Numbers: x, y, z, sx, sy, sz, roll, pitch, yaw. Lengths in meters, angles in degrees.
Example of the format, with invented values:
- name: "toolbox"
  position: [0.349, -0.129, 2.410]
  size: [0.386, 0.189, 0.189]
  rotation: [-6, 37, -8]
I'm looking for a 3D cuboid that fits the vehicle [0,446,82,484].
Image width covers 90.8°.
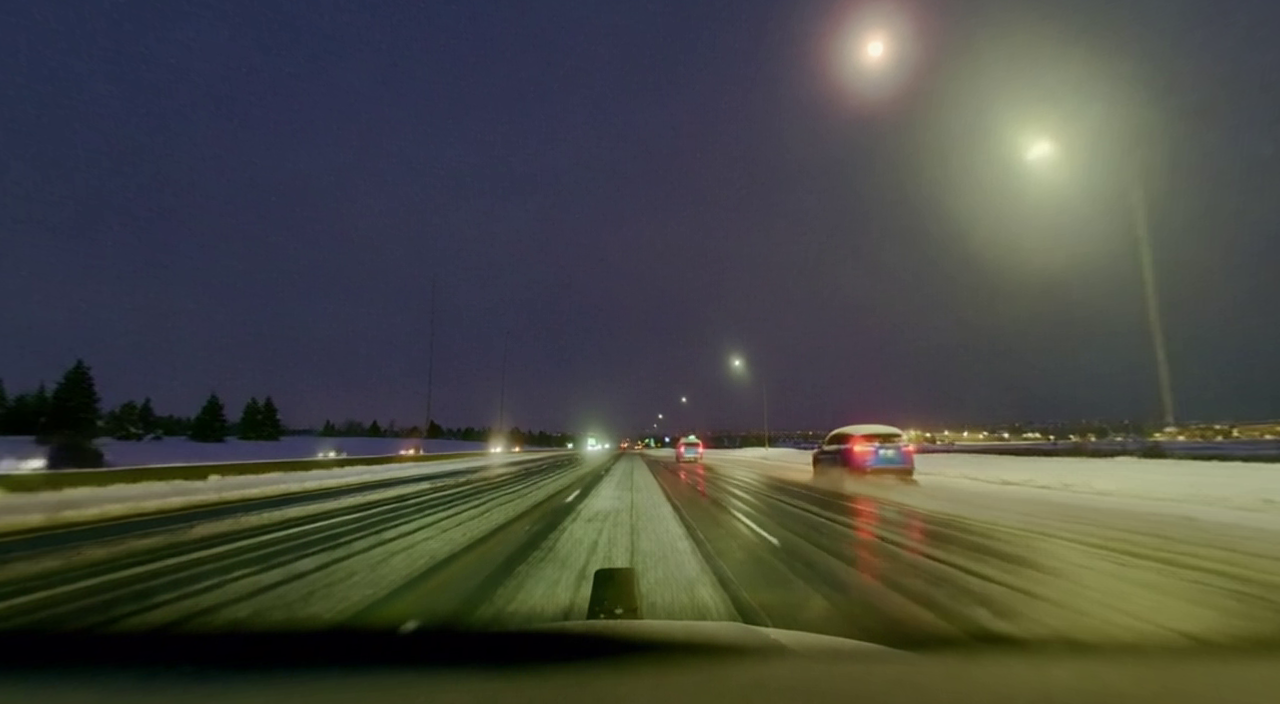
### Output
- name: "vehicle"
  position: [-25.651, 4.512, 25.479]
  size: [2.196, 1.389, 4.532]
  rotation: [0, -8, -1]

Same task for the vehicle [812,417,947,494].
- name: "vehicle"
  position: [6.772, 3.004, 18.550]
  size: [2.065, 1.953, 4.605]
  rotation: [0, -8, -1]

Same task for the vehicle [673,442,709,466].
- name: "vehicle"
  position: [3.410, 6.891, 42.955]
  size: [2.000, 1.533, 3.770]
  rotation: [0, -8, -1]
